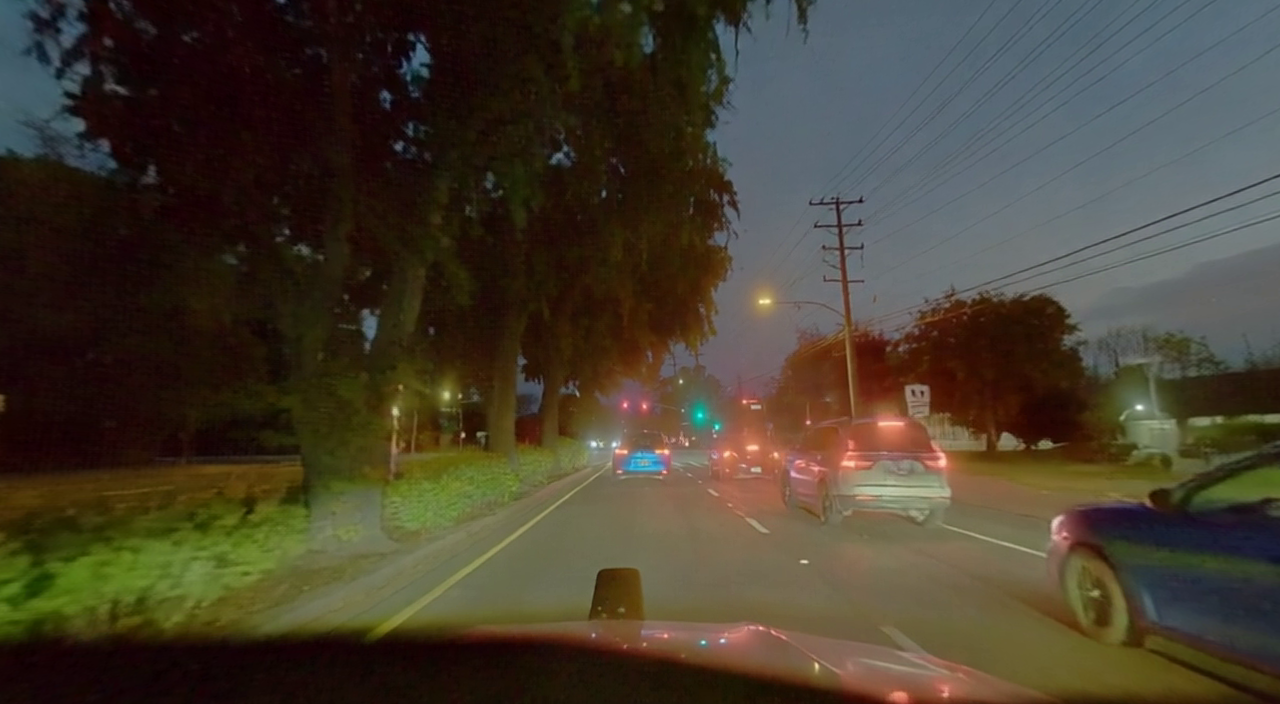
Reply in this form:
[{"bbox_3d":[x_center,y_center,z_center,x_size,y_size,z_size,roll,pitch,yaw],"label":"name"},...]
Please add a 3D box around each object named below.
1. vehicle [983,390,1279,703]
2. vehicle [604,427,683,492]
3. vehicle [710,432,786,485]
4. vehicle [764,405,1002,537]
[{"bbox_3d":[3.704,0.935,2.831,1.881,1.512,4.294,-1,-8,0],"label":"vehicle"},{"bbox_3d":[0.080,3.286,19.589,2.163,1.746,4.073,-1,-8,0],"label":"vehicle"},{"bbox_3d":[3.612,3.641,21.853,1.923,1.653,3.703,-1,-8,0],"label":"vehicle"},{"bbox_3d":[3.929,2.048,11.465,2.254,1.840,4.918,0,-8,-1],"label":"vehicle"}]
